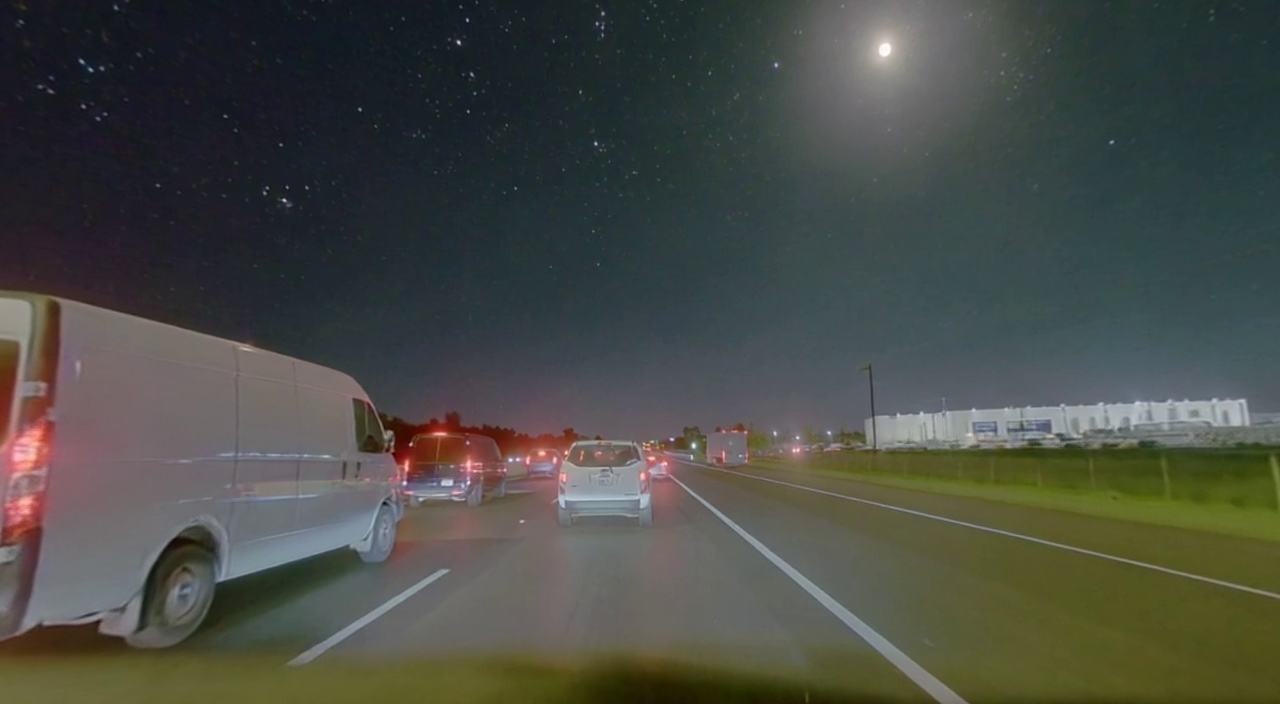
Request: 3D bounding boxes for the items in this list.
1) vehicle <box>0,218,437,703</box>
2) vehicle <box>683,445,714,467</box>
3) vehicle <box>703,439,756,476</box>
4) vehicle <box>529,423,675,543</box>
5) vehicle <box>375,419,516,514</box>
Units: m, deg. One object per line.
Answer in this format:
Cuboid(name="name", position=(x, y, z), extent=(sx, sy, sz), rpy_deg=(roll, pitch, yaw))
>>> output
Cuboid(name="vehicle", position=(-4.433, 1.083, 6.682), extent=(2.248, 2.626, 6.837), rpy_deg=(0, -9, 0))
Cuboid(name="vehicle", position=(4.239, 7.620, 46.218), extent=(1.874, 1.512, 3.723), rpy_deg=(0, -9, -1))
Cuboid(name="vehicle", position=(4.421, 5.298, 31.801), extent=(2.003, 1.754, 4.134), rpy_deg=(0, -9, -1))
Cuboid(name="vehicle", position=(-0.563, 2.184, 11.027), extent=(2.093, 1.695, 3.782), rpy_deg=(0, -9, -1))
Cuboid(name="vehicle", position=(-4.568, 2.777, 15.644), extent=(2.043, 1.987, 4.486), rpy_deg=(0, -9, 0))
